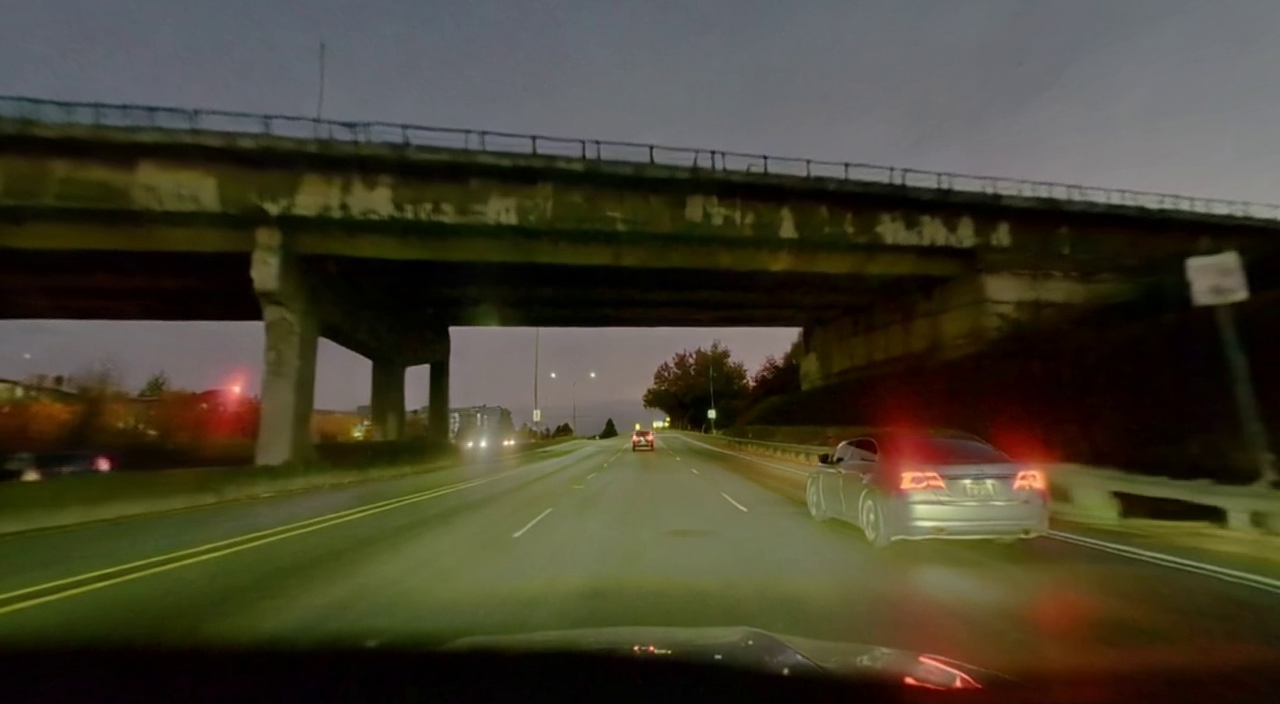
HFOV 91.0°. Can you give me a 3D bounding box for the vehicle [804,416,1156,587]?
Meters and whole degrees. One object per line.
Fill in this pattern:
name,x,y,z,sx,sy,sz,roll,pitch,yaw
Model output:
vehicle,3.695,1.711,8.041,2.063,1.542,4.420,-1,-9,1
